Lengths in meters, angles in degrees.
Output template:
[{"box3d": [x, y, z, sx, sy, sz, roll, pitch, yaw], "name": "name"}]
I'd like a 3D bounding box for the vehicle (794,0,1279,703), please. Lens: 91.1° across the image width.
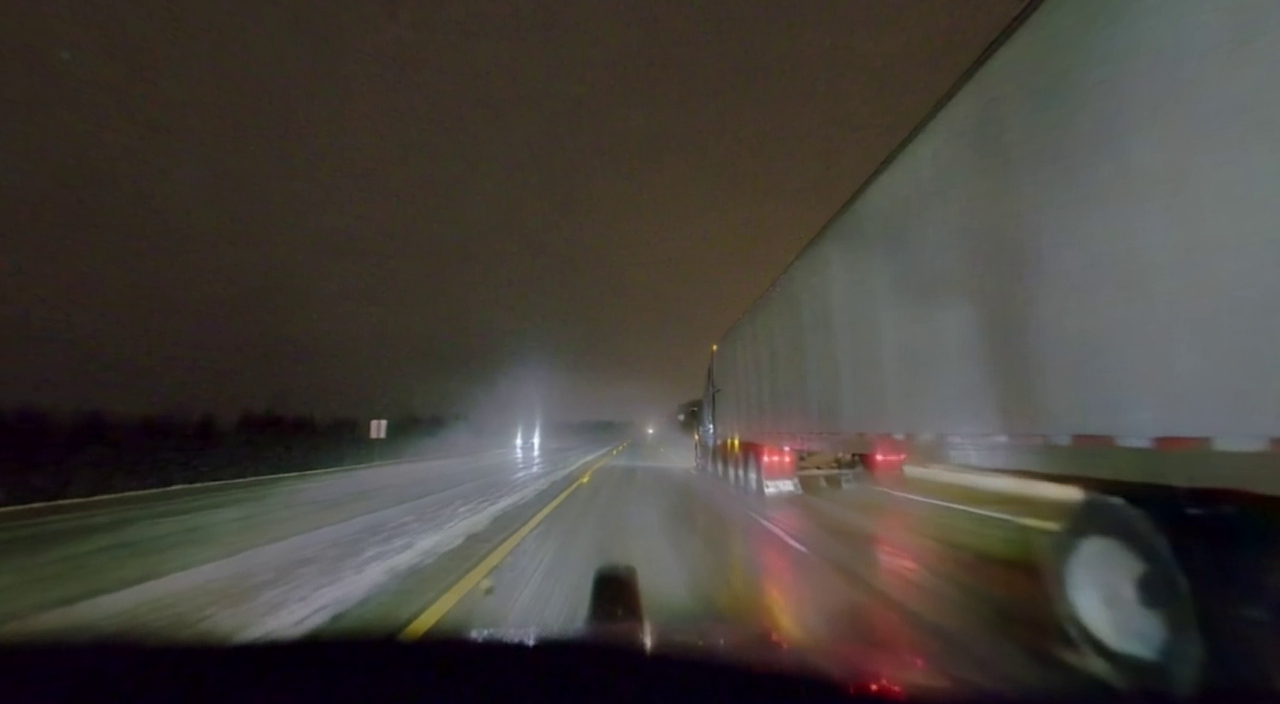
[{"box3d": [3.676, -0.044, 4.469, 2.949, 3.877, 8.528, 0, -8, 0], "name": "vehicle"}]
